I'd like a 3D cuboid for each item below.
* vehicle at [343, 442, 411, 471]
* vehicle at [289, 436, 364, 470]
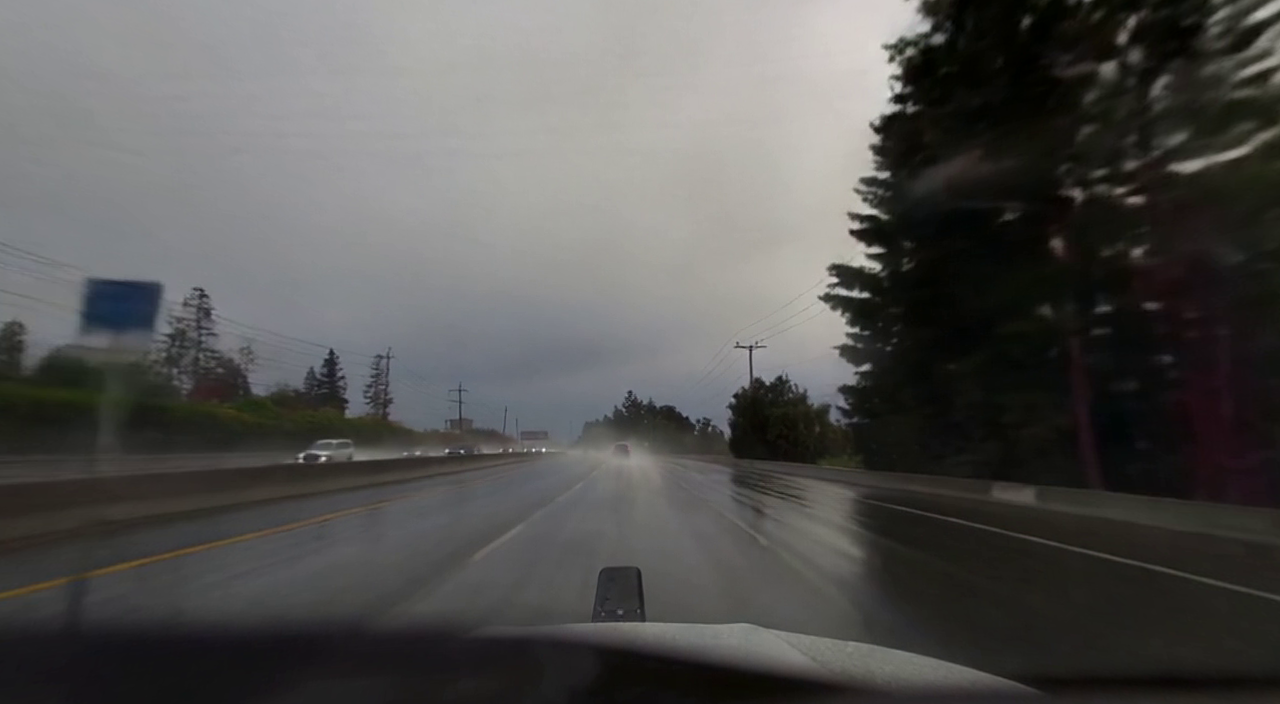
[{"bbox_3d":[-14.701,5.851,35.608,1.967,1.478,4.600,0,-8,-1],"label":"vehicle"},{"bbox_3d":[-18.655,6.029,37.876,2.078,1.862,4.871,0,-8,-1],"label":"vehicle"}]
